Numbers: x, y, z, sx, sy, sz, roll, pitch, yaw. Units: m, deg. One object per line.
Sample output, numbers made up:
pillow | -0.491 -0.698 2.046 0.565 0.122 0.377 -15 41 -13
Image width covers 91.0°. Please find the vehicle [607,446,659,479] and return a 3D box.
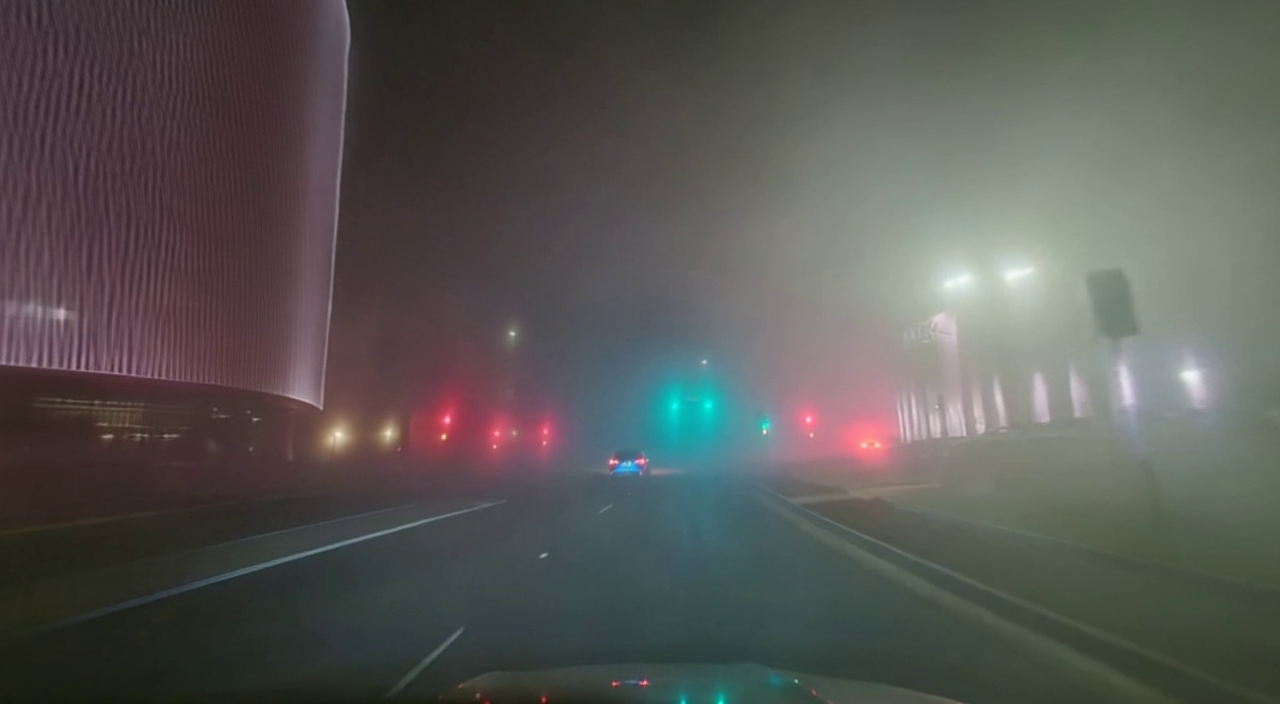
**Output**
vehicle | -0.267 5.516 31.714 1.971 1.486 4.380 -1 -9 8

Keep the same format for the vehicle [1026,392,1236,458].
vehicle | 14.066 2.191 18.343 4.214 1.615 2.008 -4 -10 9

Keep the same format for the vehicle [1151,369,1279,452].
vehicle | 13.605 1.263 13.130 4.035 1.615 1.908 -1 -9 6
